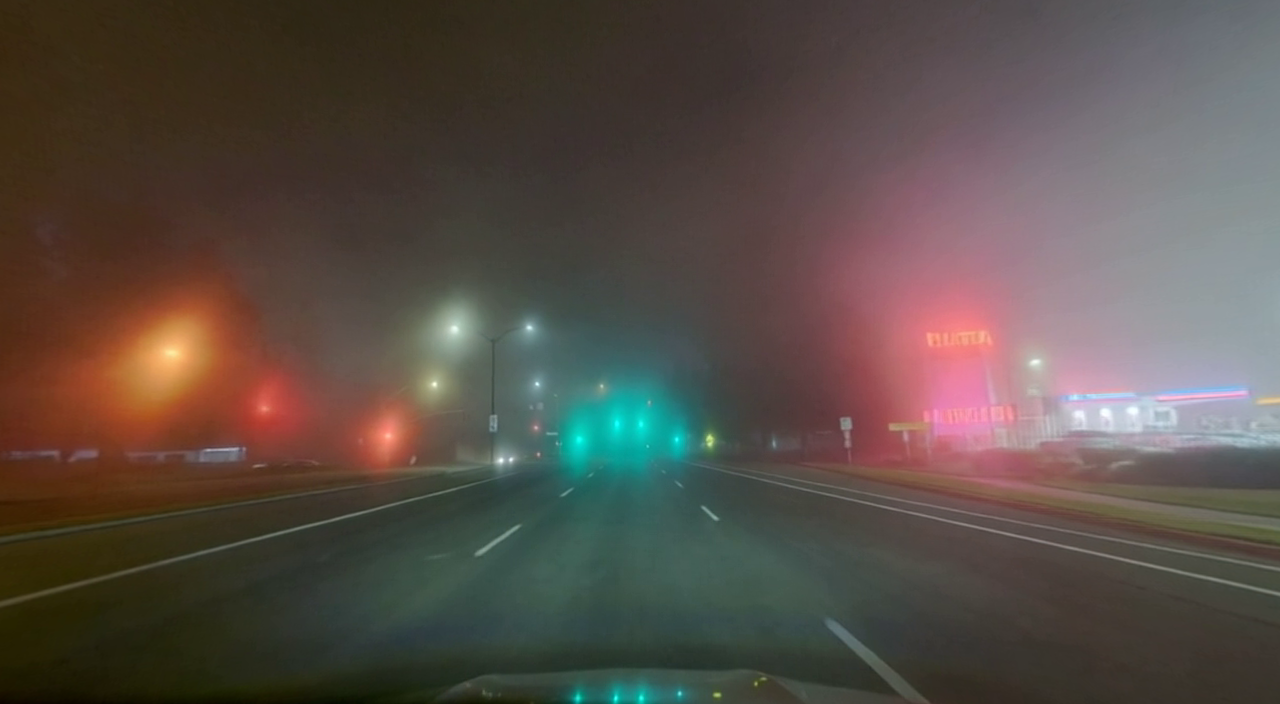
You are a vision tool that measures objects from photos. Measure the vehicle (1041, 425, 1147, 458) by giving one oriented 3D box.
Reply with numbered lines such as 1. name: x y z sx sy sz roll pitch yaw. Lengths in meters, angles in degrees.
1. vehicle: 20.828 4.123 29.074 3.526 1.430 1.698 0 -9 1

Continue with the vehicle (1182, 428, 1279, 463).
1. vehicle: 29.877 4.692 31.688 1.784 1.567 3.930 -2 -9 -1
